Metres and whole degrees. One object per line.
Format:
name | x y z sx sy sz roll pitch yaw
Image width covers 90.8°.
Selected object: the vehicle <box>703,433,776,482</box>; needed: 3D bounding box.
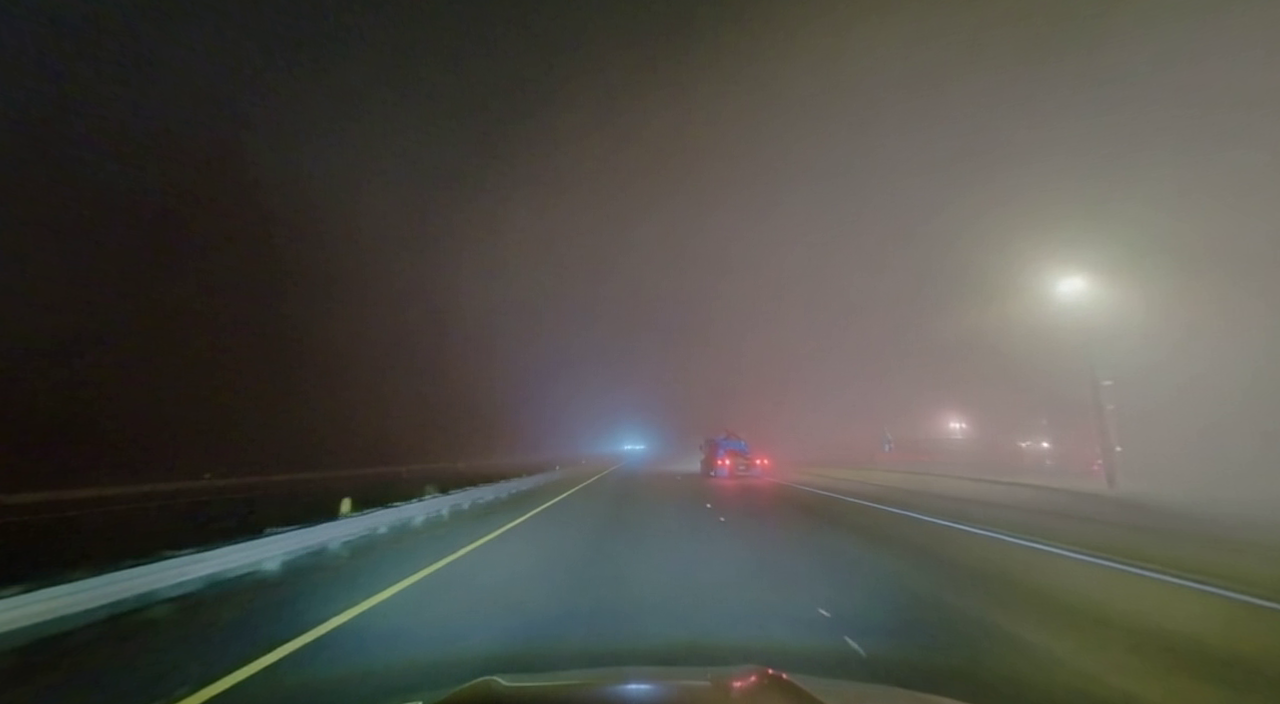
vehicle | 4.373 4.798 28.809 2.309 2.003 5.139 0 -9 -2
